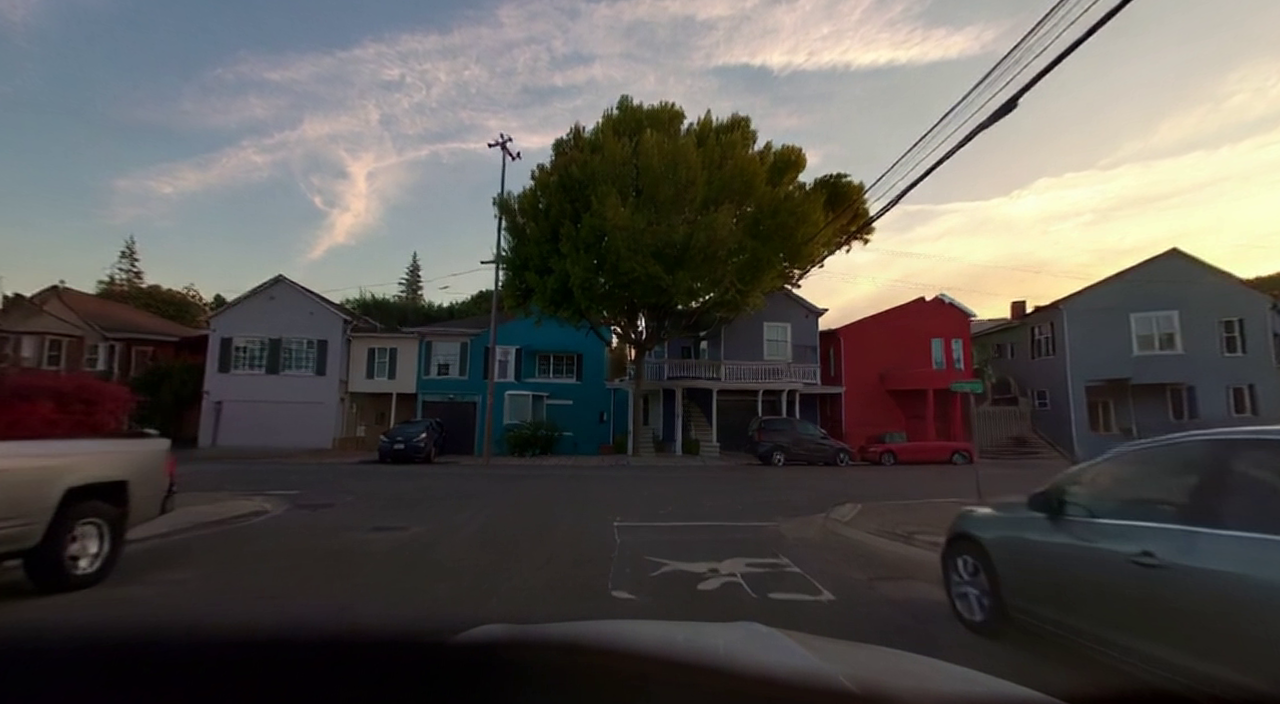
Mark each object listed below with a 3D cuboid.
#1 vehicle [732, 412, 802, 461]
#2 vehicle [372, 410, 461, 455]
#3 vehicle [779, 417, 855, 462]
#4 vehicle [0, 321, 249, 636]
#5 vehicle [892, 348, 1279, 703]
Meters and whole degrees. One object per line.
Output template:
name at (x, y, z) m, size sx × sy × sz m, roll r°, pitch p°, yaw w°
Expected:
vehicle at (5.402, 3.613, 27.297) m, size 2.081 × 1.891 × 4.367 m, roll -1°, pitch -7°, yaw 0°
vehicle at (-9.517, 3.533, 27.275) m, size 2.091 × 1.760 × 4.760 m, roll 0°, pitch -9°, yaw 0°
vehicle at (7.582, 3.804, 27.356) m, size 2.053 × 1.756 × 4.034 m, roll -1°, pitch -8°, yaw 0°
vehicle at (-5.499, 0.770, 3.730) m, size 2.480 × 2.084 × 6.353 m, roll 1°, pitch -9°, yaw -3°
vehicle at (3.381, 1.001, 2.958) m, size 2.109 × 1.811 × 4.886 m, roll 1°, pitch -9°, yaw -3°
